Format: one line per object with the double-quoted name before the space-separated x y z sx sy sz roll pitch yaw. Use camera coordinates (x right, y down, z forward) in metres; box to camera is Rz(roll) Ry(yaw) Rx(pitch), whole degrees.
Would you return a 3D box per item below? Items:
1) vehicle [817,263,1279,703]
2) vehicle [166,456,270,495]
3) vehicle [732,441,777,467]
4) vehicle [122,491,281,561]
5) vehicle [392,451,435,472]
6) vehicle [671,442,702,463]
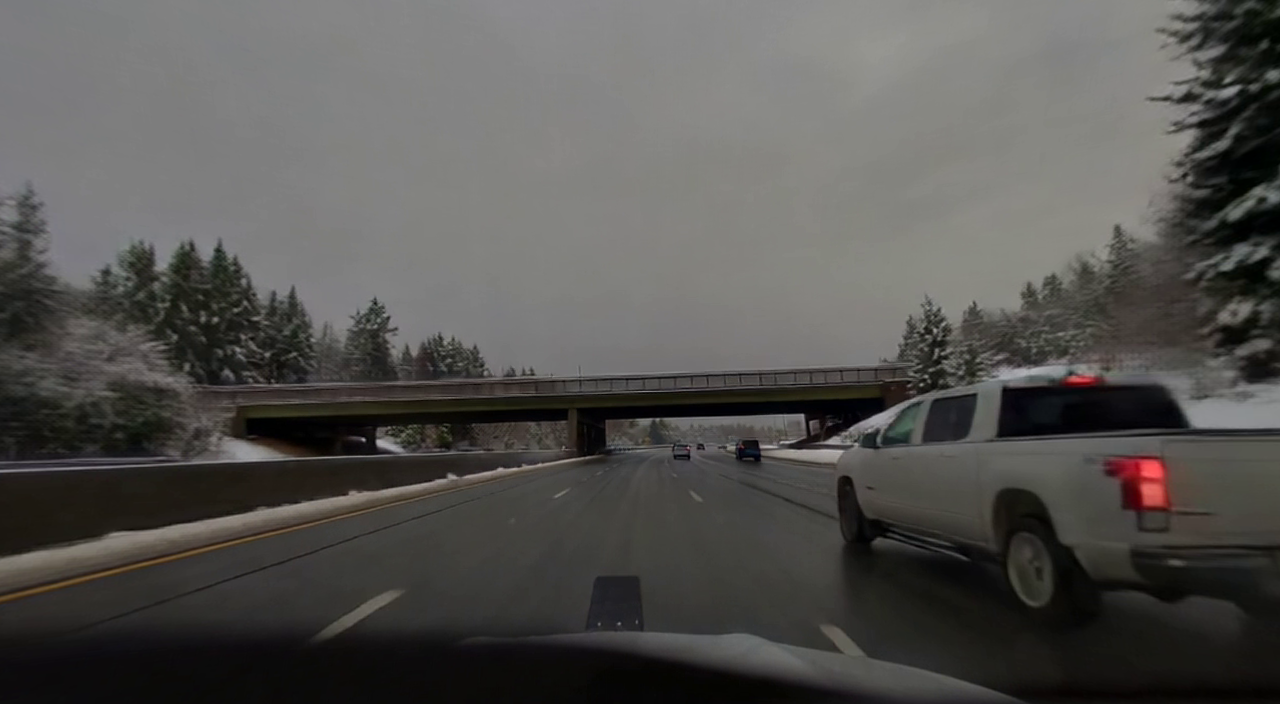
"vehicle" 3.728 1.090 5.346 2.693 2.044 5.882 0 -9 -1
"vehicle" -18.243 5.329 27.564 1.806 1.536 3.839 0 -9 1
"vehicle" 7.134 6.397 39.649 1.989 1.529 4.375 0 -9 0
"vehicle" -13.582 5.371 20.003 1.851 1.460 4.715 -2 -8 -3
"vehicle" -17.464 8.428 48.879 1.851 1.546 3.900 0 -9 1
"vehicle" 3.430 7.543 47.390 1.981 1.471 4.342 0 -9 1
